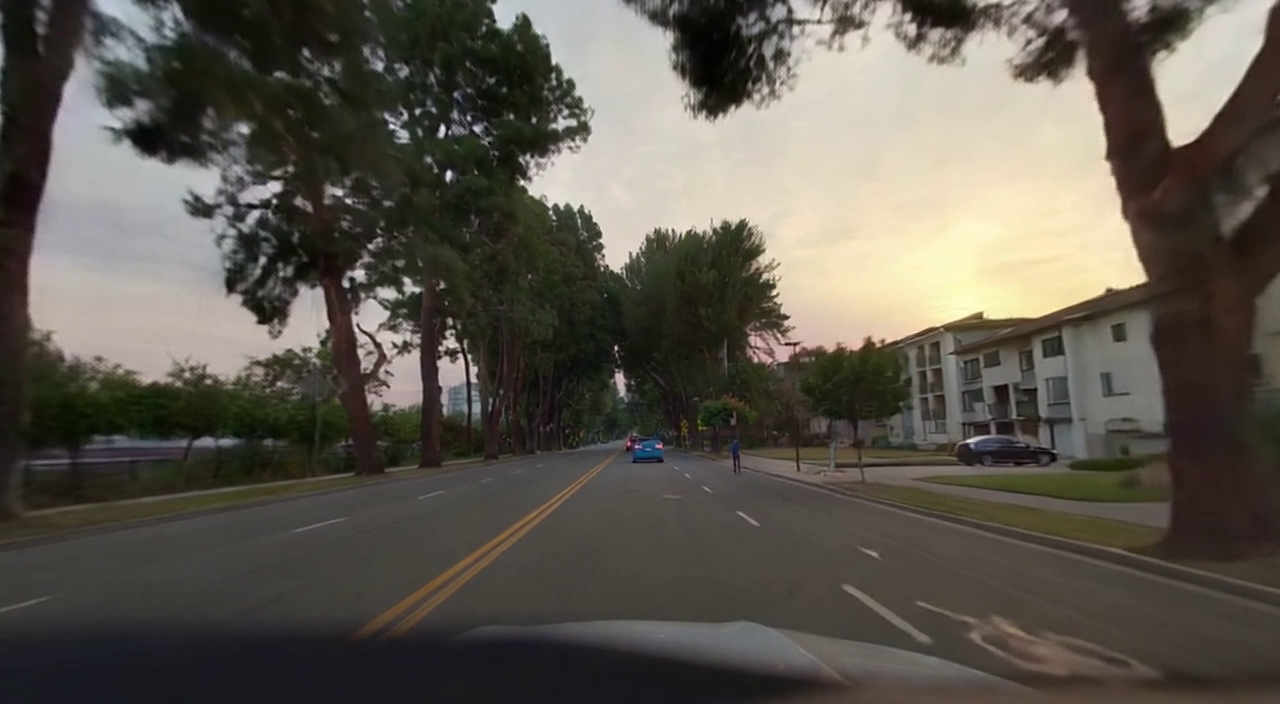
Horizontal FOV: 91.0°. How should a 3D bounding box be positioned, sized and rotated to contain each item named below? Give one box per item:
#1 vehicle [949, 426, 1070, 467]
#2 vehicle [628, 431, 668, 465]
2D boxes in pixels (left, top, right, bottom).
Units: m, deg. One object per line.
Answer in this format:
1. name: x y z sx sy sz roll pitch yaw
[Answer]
1. vehicle: 17.197 4.415 29.496 4.237 1.819 2.245 0 -9 0
2. vehicle: 0.373 5.069 33.317 1.981 1.703 3.691 0 -8 0
